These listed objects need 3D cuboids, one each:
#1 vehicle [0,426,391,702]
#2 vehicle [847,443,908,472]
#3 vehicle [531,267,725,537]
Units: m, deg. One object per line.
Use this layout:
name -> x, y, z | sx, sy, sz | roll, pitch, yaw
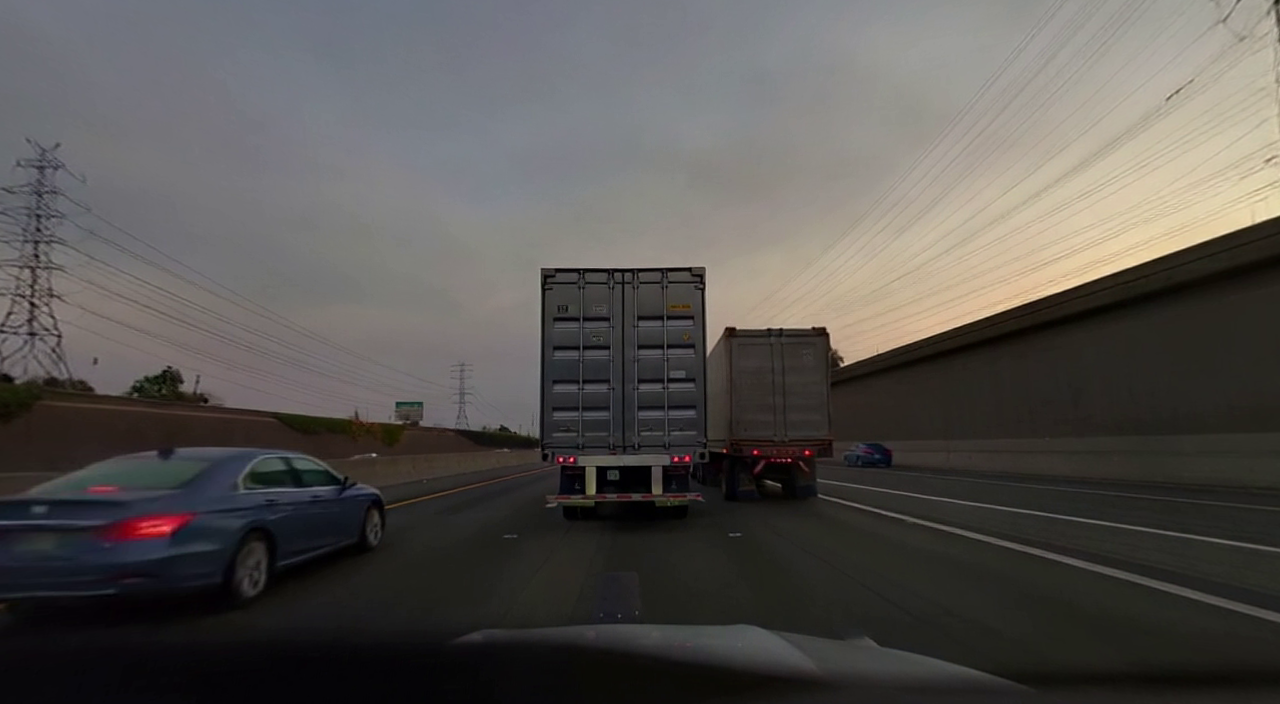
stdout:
vehicle -> -4.182, 1.497, 5.756 | 1.993, 1.475, 4.540 | 0, -9, 0
vehicle -> 12.768, 5.706, 34.280 | 1.766, 1.452, 3.703 | 0, -9, -2
vehicle -> -0.172, 1.584, 15.559 | 2.841, 4.071, 12.046 | 0, -9, 0
